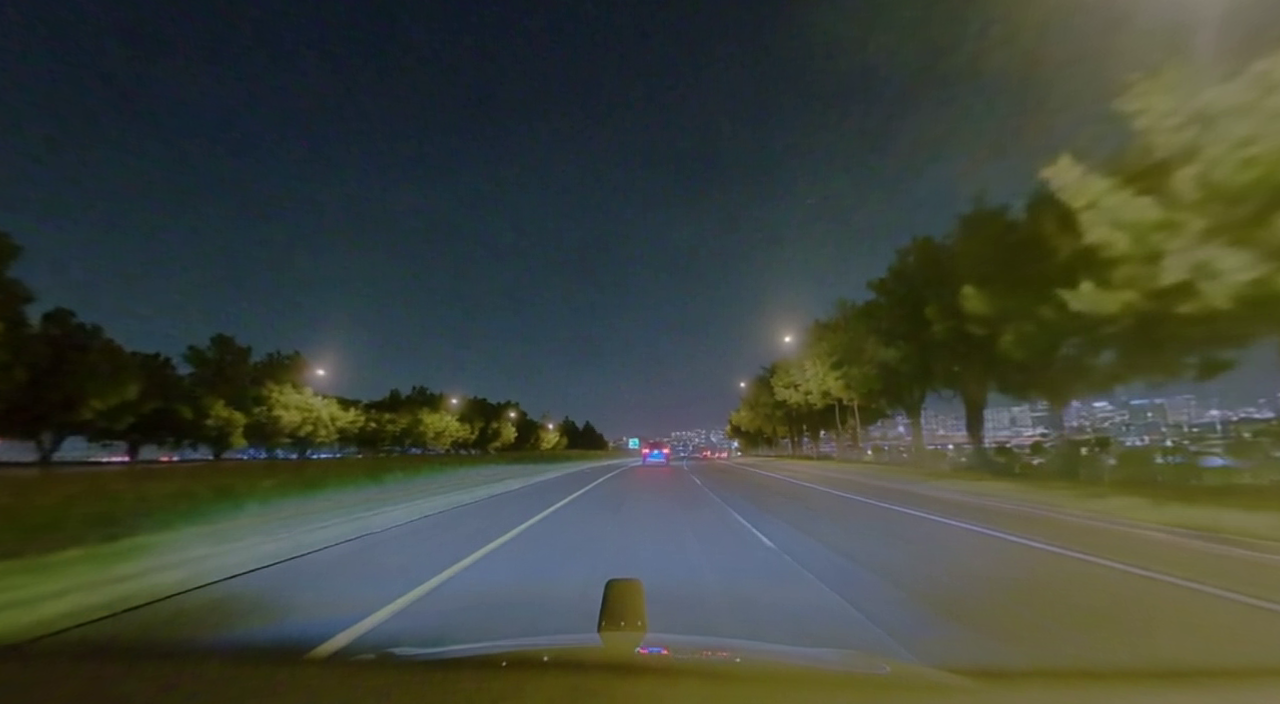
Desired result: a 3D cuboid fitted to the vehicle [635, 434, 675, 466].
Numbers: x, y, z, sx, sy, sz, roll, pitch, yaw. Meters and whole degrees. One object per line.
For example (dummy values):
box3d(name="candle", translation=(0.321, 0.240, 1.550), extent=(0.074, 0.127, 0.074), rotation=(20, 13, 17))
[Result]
box3d(name="vehicle", translation=(1.169, 6.980, 44.772), extent=(2.546, 2.126, 5.153), rotation=(-1, -8, 5))
